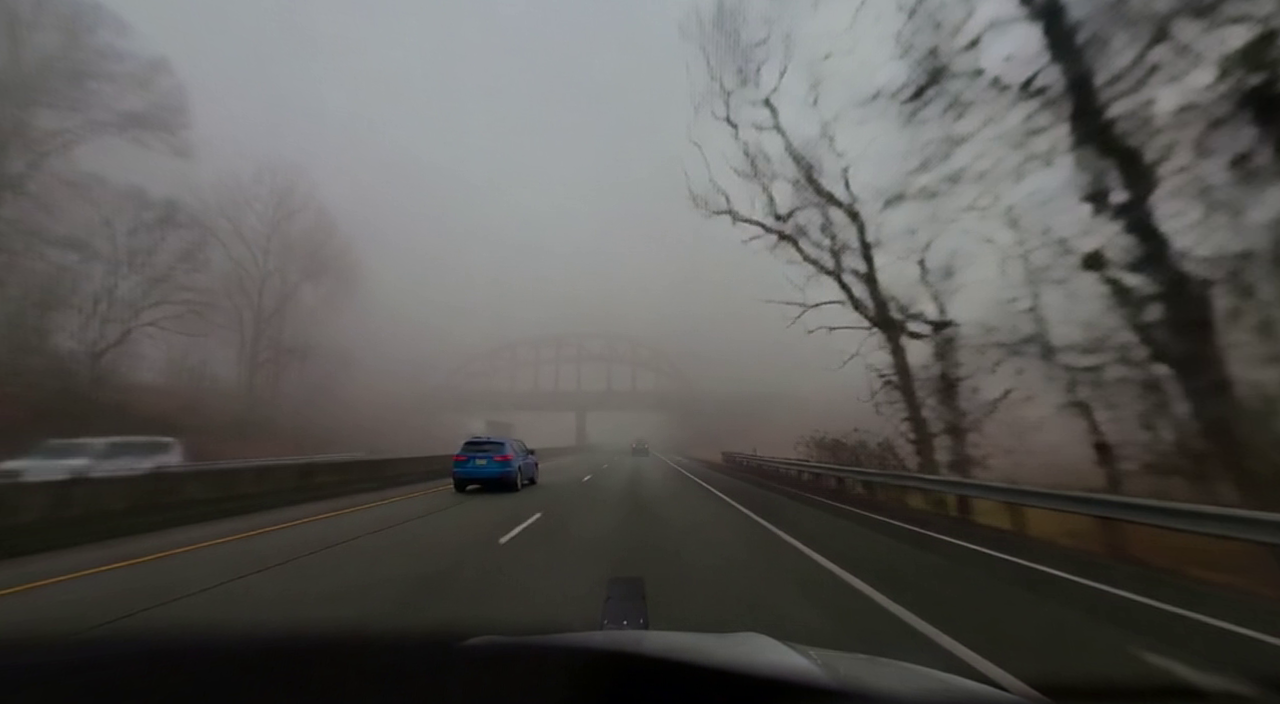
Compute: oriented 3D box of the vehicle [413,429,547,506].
[{"bbox_3d":[-3.600,2.678,15.045,2.052,1.556,4.405,0,-8,0],"label":"vehicle"}]
